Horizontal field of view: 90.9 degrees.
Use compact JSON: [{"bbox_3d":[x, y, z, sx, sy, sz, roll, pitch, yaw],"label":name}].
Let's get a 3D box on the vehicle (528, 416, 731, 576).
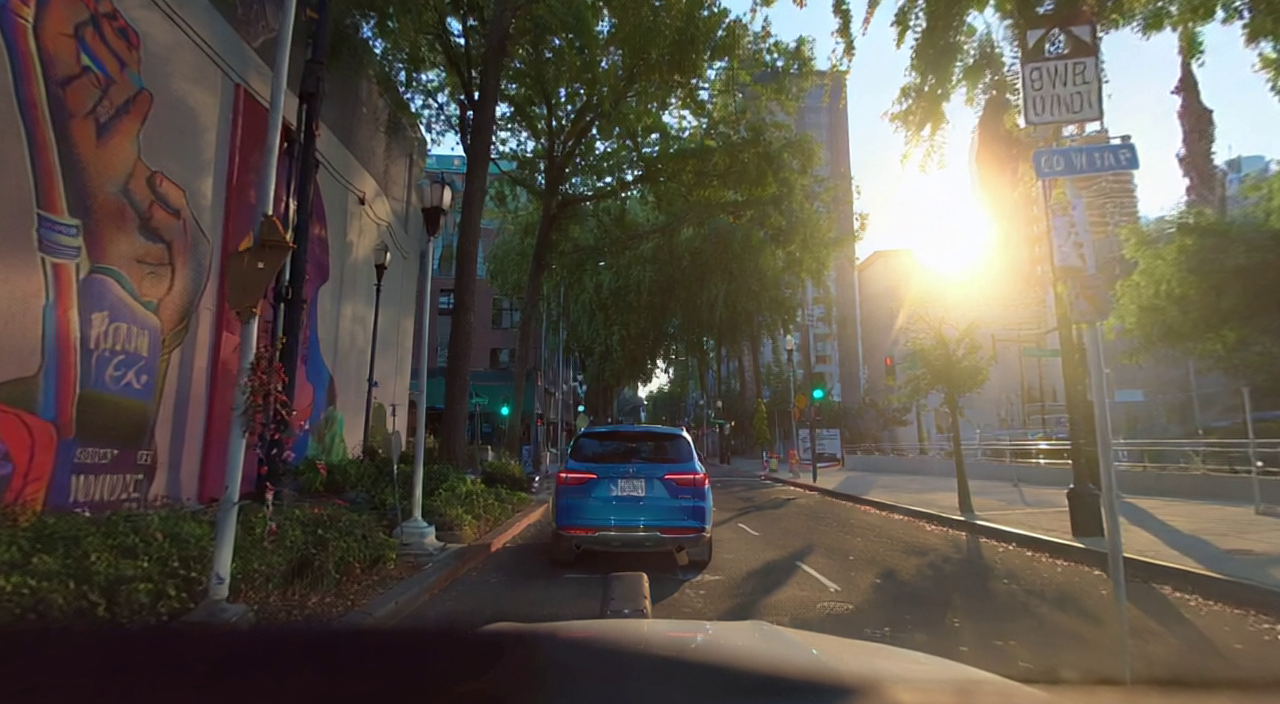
[{"bbox_3d":[-0.130,1.766,8.470,2.079,1.621,3.861,0,-8,-1],"label":"vehicle"}]
